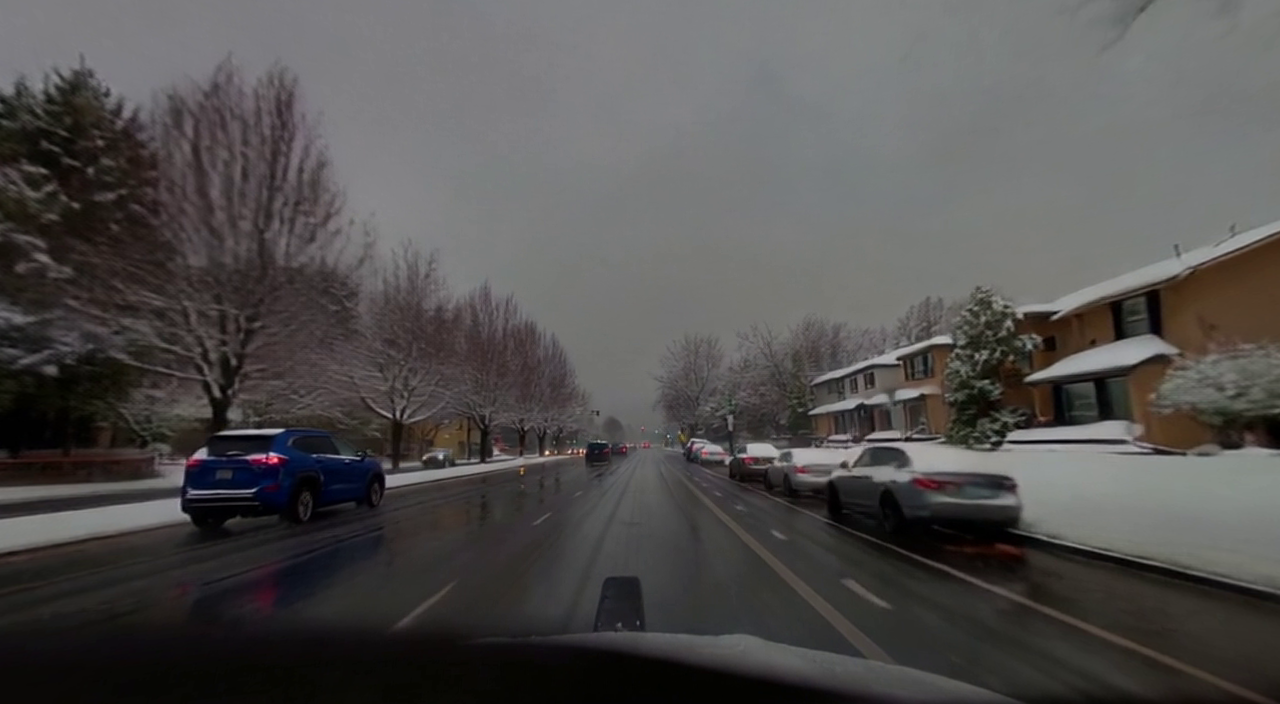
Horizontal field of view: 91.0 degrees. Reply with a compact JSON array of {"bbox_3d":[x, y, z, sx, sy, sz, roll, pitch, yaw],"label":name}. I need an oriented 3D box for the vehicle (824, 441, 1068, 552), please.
[{"bbox_3d":[4.906,2.351,11.068,1.952,1.505,4.713,0,-9,0],"label":"vehicle"}]

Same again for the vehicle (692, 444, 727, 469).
[{"bbox_3d":[4.957,7.515,45.348,1.950,1.668,4.414,1,-9,-1],"label":"vehicle"}]

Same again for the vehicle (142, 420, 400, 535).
[{"bbox_3d":[-6.484,2.247,11.869,2.034,1.711,4.512,0,-9,1],"label":"vehicle"}]

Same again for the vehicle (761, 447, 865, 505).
[{"bbox_3d":[4.887,3.536,18.439,1.824,1.453,4.374,0,-9,0],"label":"vehicle"}]
